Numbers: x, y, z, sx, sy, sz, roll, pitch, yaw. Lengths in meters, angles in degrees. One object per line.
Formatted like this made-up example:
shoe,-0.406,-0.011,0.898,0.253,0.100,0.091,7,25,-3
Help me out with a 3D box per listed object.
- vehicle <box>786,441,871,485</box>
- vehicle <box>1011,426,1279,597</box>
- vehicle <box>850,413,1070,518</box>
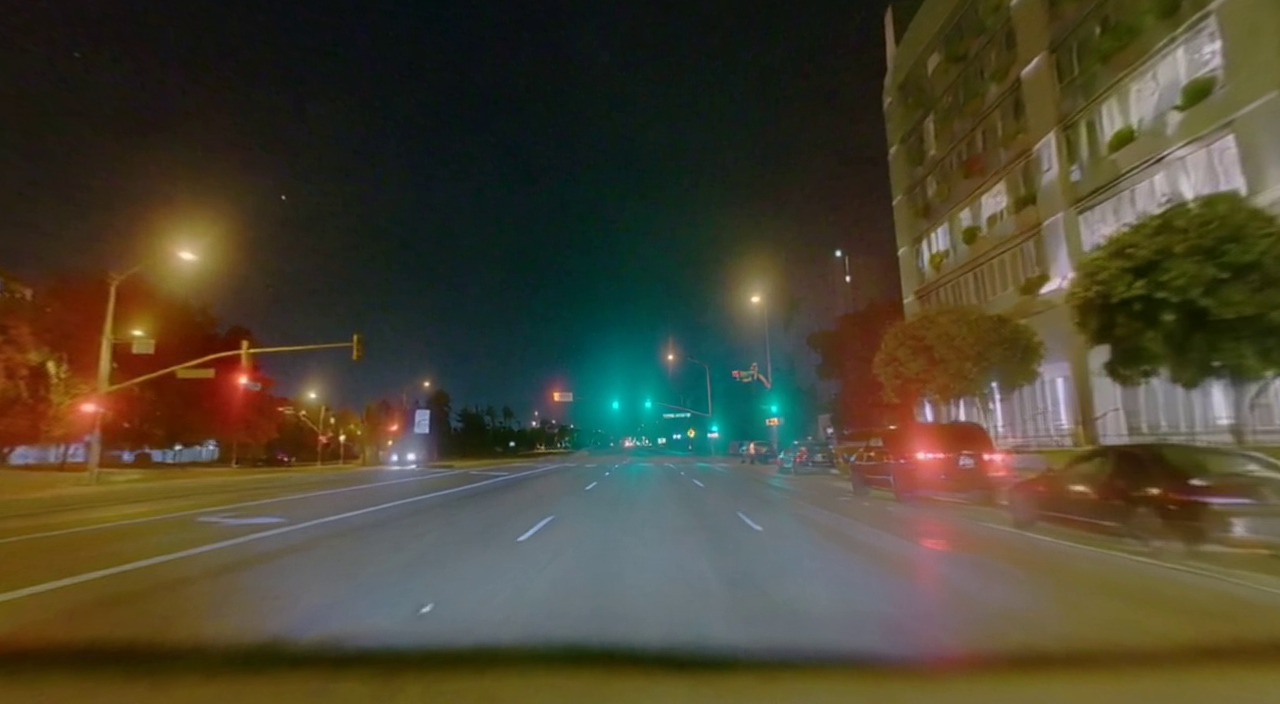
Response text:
vehicle,6.945,4.127,23.651,1.880,1.483,4.510,0,-9,1
vehicle,6.680,1.704,7.432,1.863,1.512,4.525,0,-9,1
vehicle,6.607,2.421,13.839,2.169,1.876,4.931,0,-9,-1
